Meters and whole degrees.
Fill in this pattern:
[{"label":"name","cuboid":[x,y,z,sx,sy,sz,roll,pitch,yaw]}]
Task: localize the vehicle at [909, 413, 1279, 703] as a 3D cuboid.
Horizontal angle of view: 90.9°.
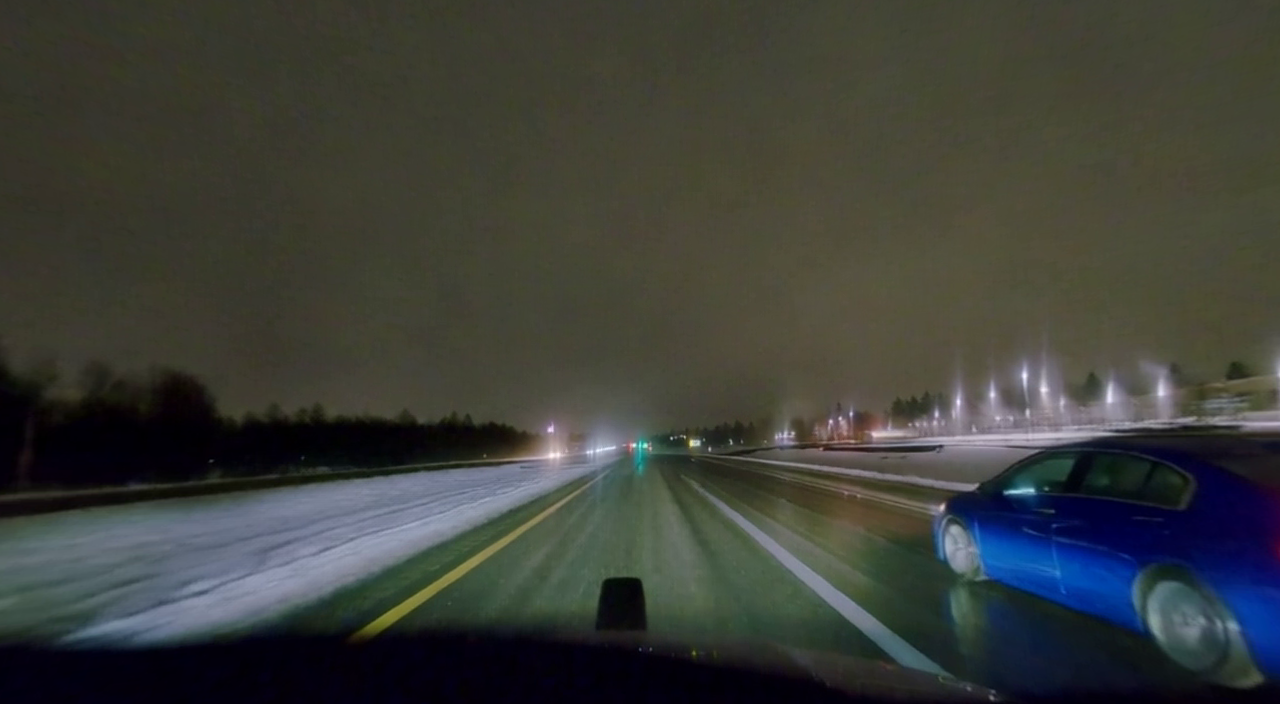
[{"label":"vehicle","cuboid":[4.139,1.303,4.790,2.053,1.490,4.799,0,-8,0]}]
